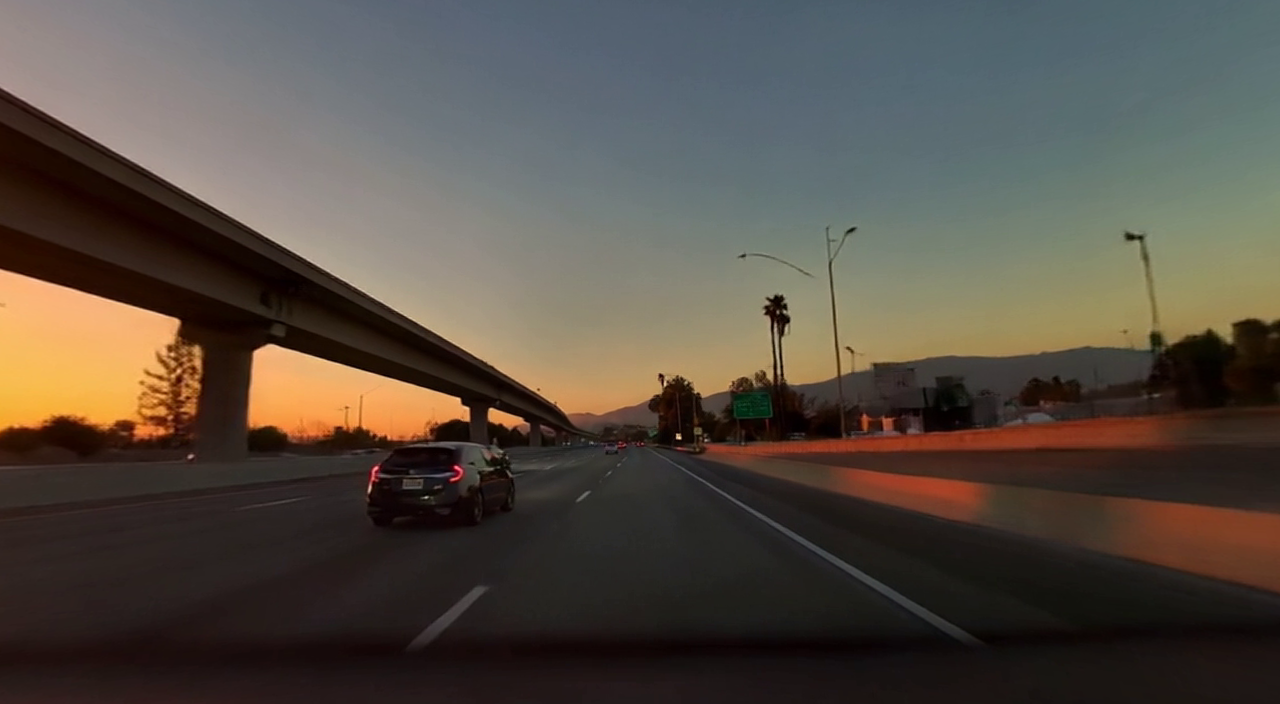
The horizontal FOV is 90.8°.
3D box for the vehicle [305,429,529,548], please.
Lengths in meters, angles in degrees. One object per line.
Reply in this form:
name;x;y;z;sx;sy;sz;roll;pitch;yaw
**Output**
vehicle;-3.255;2.093;10.446;1.978;1.499;4.695;0;-9;0
